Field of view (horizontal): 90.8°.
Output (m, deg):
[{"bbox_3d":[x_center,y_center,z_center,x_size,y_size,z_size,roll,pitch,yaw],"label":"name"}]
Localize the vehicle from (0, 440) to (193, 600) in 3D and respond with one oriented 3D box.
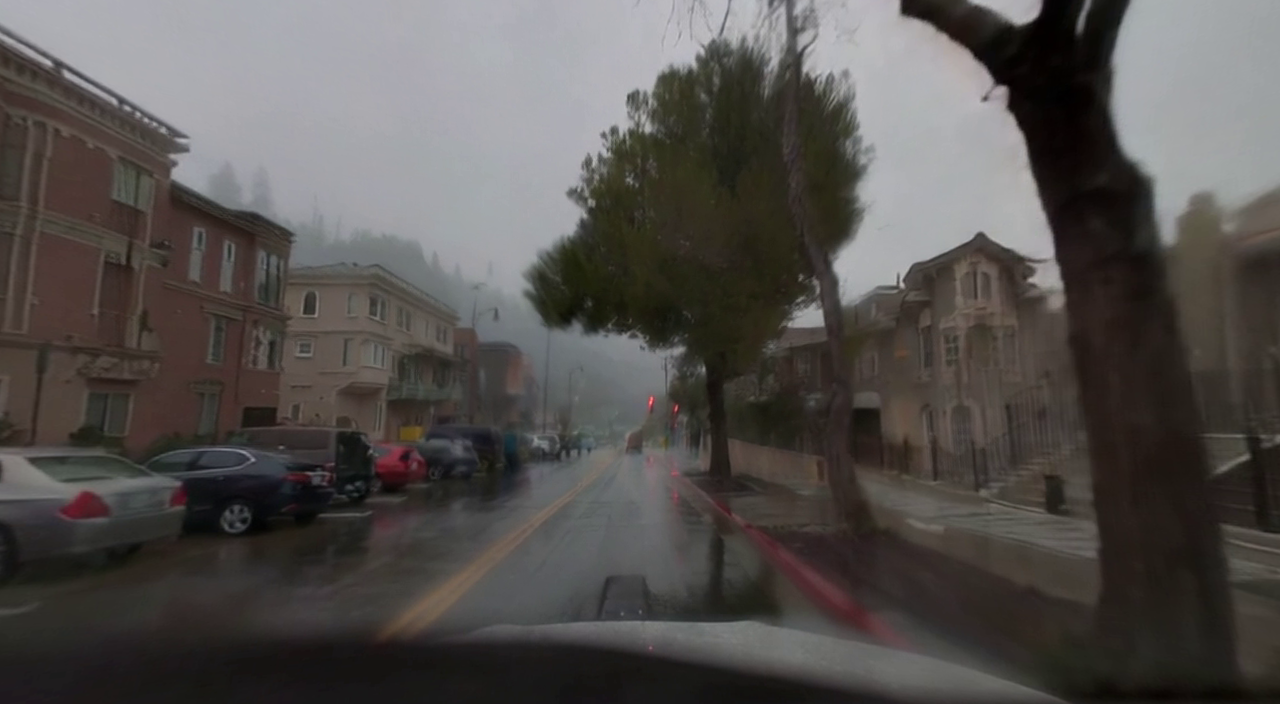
[{"bbox_3d":[-7.706,1.745,7.006,4.053,1.507,1.769,1,-9,-1],"label":"vehicle"}]
